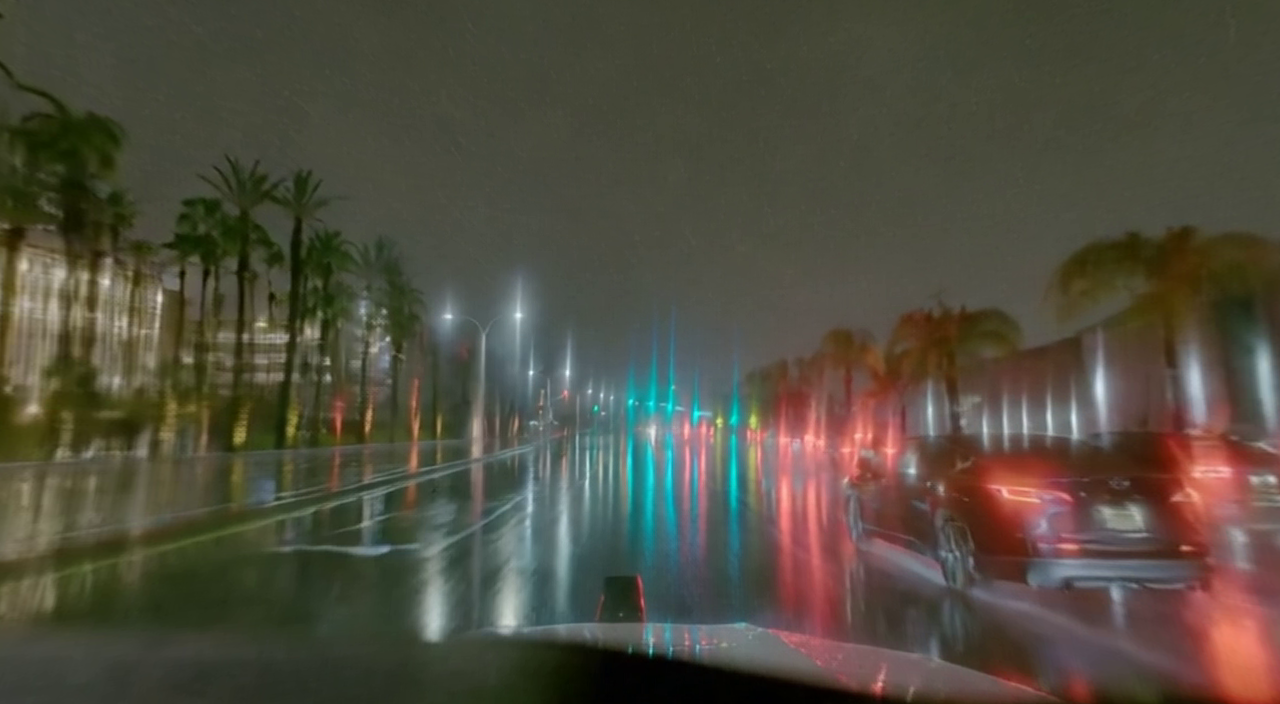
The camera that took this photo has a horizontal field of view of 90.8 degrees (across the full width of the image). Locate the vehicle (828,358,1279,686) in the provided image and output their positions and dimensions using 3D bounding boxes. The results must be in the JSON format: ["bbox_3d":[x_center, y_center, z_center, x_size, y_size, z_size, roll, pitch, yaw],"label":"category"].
[{"bbox_3d":[3.621,1.280,5.906,2.219,1.795,4.718,0,-9,0],"label":"vehicle"}]
